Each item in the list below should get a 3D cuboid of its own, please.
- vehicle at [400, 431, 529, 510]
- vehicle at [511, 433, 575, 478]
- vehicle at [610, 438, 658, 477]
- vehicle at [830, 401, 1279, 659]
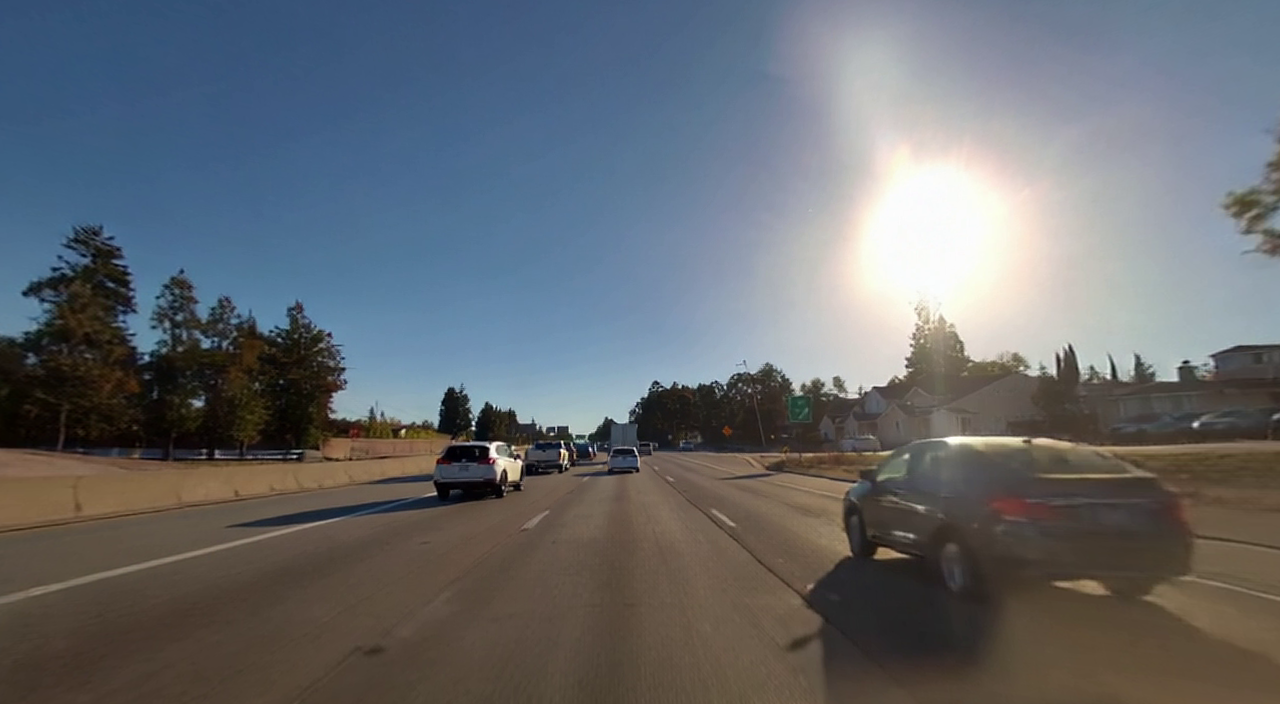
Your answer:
[{"bbox_3d":[-4.064,2.820,15.429,1.988,1.668,4.021,0,-9,0],"label":"vehicle"},{"bbox_3d":[-4.540,4.966,30.529,2.301,1.944,5.482,0,-9,-1],"label":"vehicle"},{"bbox_3d":[-0.301,4.907,29.592,2.063,1.703,4.203,0,-9,-1],"label":"vehicle"},{"bbox_3d":[3.533,1.403,6.044,2.027,1.554,4.252,0,-9,-1],"label":"vehicle"}]
